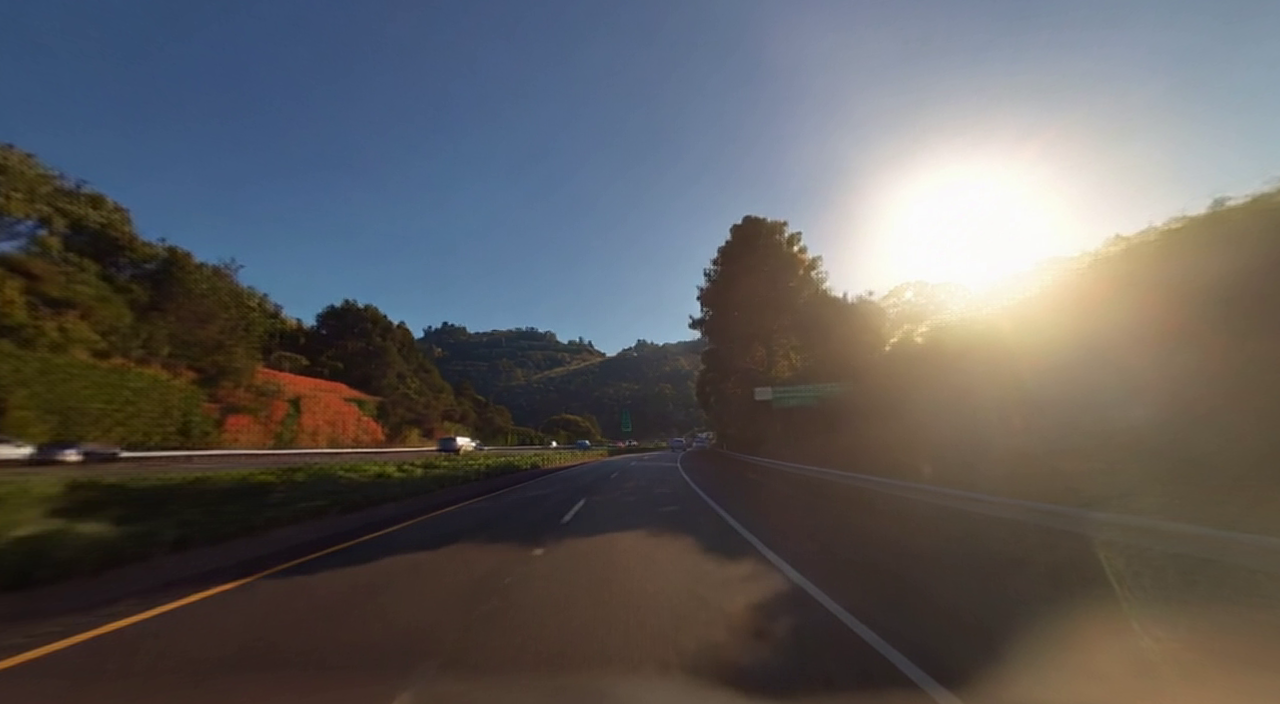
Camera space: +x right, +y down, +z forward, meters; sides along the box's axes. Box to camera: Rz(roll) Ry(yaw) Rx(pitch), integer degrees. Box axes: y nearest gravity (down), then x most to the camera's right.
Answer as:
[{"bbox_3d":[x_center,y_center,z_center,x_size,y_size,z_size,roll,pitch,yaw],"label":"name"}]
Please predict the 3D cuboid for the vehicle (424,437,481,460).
[{"bbox_3d":[-13.572,6.987,45.865,2.141,1.612,3.998,-2,-8,15],"label":"vehicle"}]
